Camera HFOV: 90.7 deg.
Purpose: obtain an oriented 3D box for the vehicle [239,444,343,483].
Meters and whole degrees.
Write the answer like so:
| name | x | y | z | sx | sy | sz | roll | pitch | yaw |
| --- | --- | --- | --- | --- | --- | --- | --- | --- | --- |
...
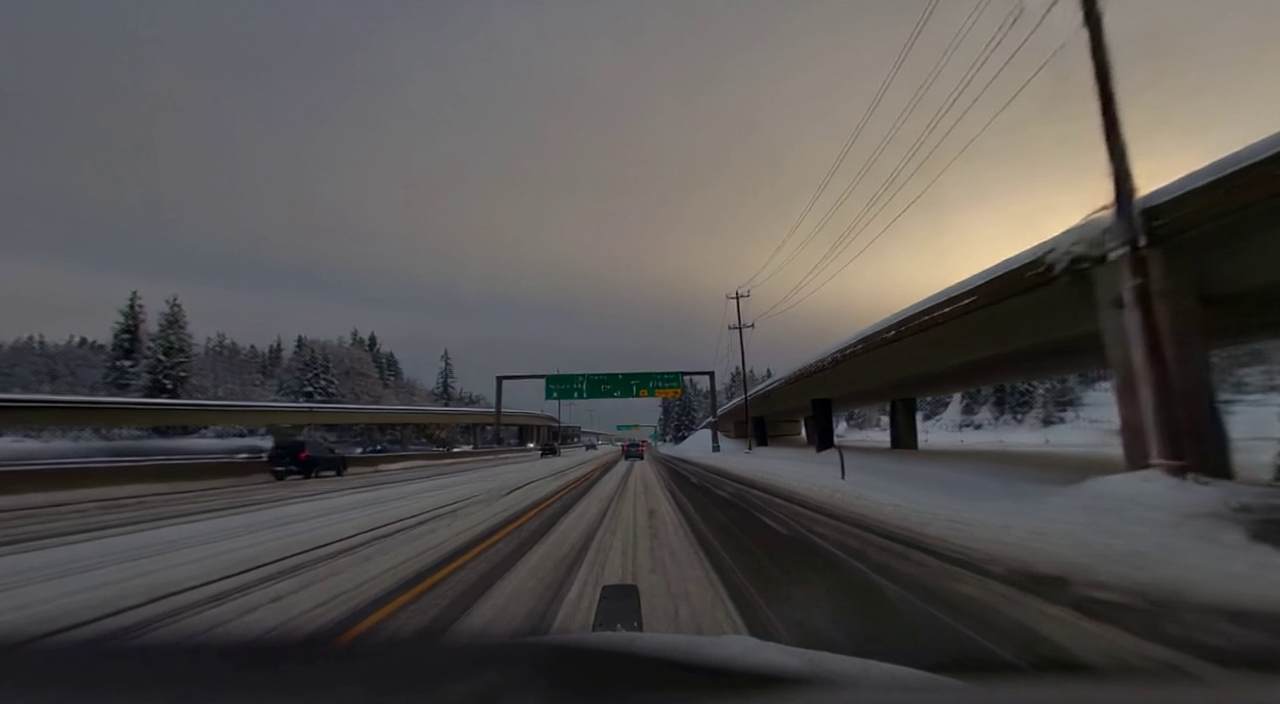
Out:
| name | x | y | z | sx | sy | sz | roll | pitch | yaw |
| --- | --- | --- | --- | --- | --- | --- | --- | --- | --- |
| vehicle | -14.769 | 4.702 | 27.103 | 1.969 | 1.486 | 4.395 | 0 | -8 | 0 |

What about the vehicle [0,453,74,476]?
| name | x | y | z | sx | sy | sz | roll | pitch | yaw |
| --- | --- | --- | --- | --- | --- | --- | --- | --- | --- |
| vehicle | -43.348 | 7.990 | 45.086 | 1.771 | 1.444 | 4.547 | 0 | -8 | -1 |

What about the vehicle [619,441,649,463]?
| name | x | y | z | sx | sy | sz | roll | pitch | yaw |
| --- | --- | --- | --- | --- | --- | --- | --- | --- | --- |
| vehicle | -0.472 | 7.268 | 46.232 | 2.086 | 1.472 | 4.168 | 0 | -8 | -1 |
